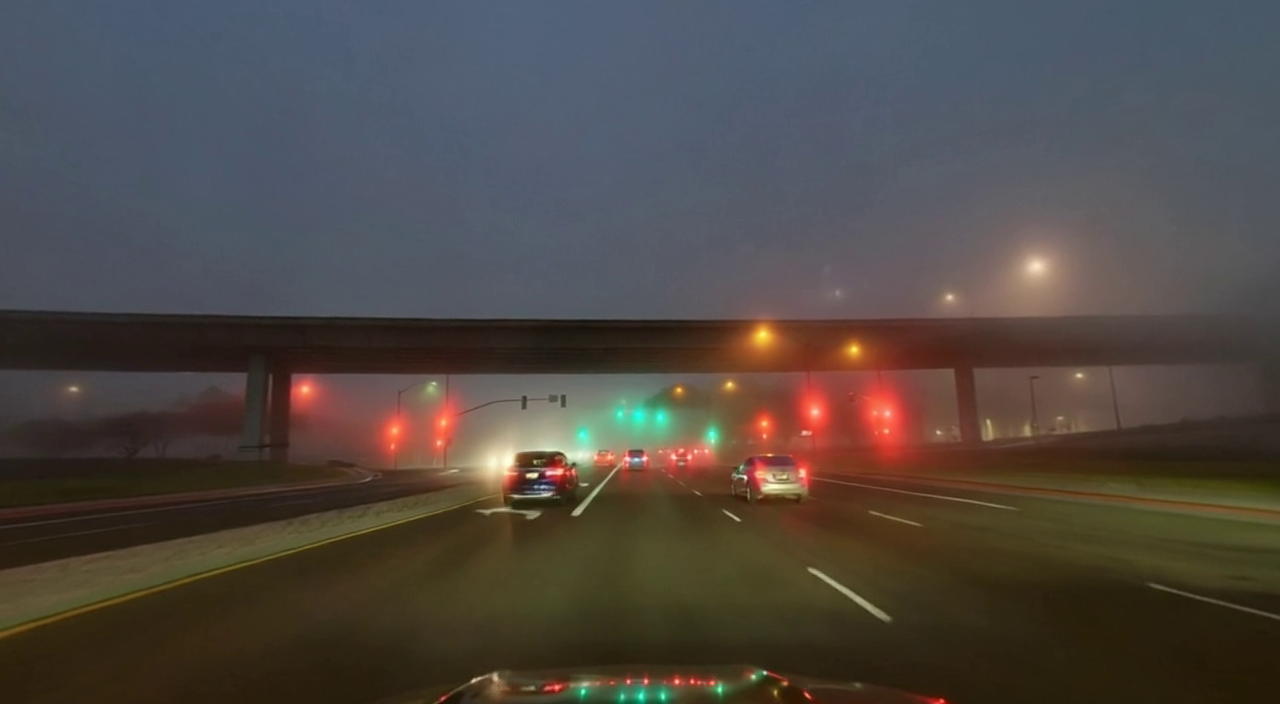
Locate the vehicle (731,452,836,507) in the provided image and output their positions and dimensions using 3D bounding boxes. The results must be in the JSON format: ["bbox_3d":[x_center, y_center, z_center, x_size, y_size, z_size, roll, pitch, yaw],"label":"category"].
[{"bbox_3d":[4.131,3.723,18.812,2.156,1.404,4.120,0,-9,0],"label":"vehicle"}]

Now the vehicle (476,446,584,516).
[{"bbox_3d":[-2.555,3.100,15.642,2.111,1.506,4.018,0,-9,-3],"label":"vehicle"}]

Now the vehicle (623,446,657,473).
[{"bbox_3d":[-0.020,7.188,42.083,2.172,1.694,4.055,0,-9,0],"label":"vehicle"}]
